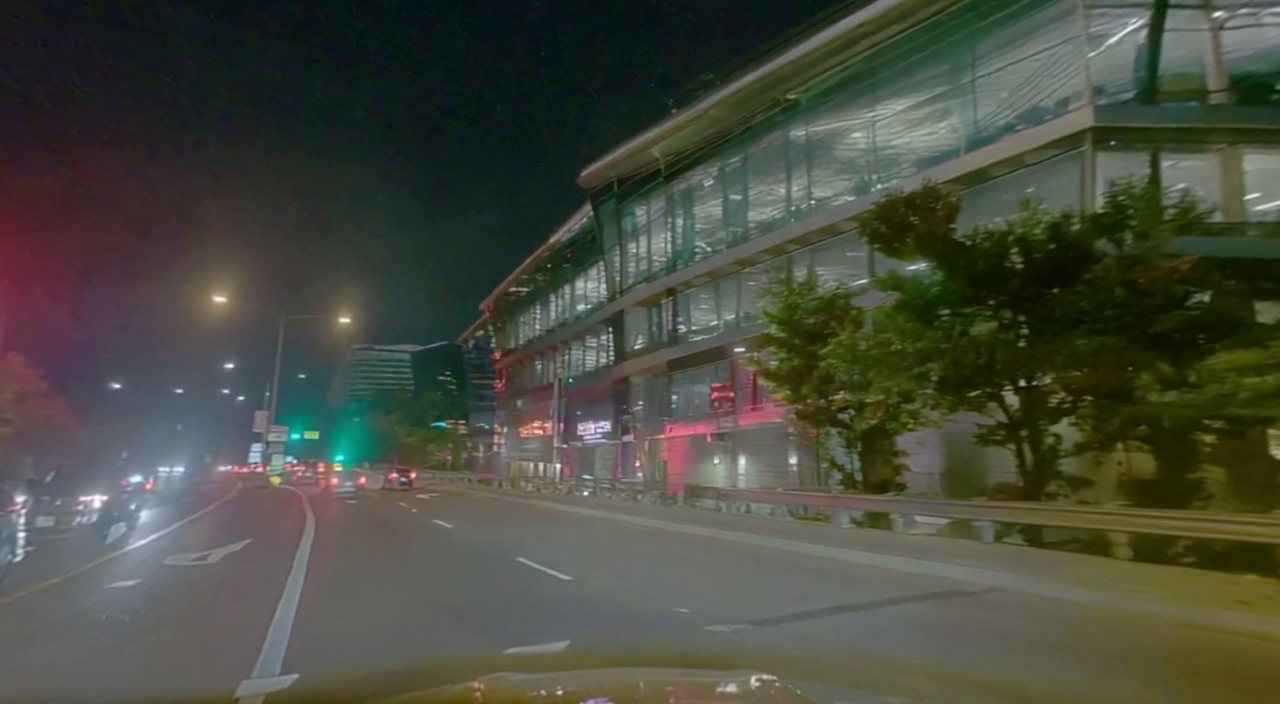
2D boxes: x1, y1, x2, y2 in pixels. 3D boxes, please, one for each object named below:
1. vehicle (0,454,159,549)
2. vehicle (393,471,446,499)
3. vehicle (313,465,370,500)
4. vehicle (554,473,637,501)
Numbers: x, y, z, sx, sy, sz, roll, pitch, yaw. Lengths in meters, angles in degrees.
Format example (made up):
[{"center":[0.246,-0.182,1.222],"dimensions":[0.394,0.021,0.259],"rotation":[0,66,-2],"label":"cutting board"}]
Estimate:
[{"center":[-12.367,3.149,13.806],"dimensions":[2.011,1.701,4.519],"rotation":[6,-12,-28],"label":"vehicle"},{"center":[-10.543,6.315,29.909],"dimensions":[1.775,1.186,2.933],"rotation":[7,-12,-30],"label":"vehicle"},{"center":[-14.021,6.043,29.365],"dimensions":[2.005,1.498,3.643],"rotation":[6,-12,-29],"label":"vehicle"},{"center":[-2.487,7.532,35.220],"dimensions":[4.302,1.456,1.832],"rotation":[5,-11,-22],"label":"vehicle"}]
